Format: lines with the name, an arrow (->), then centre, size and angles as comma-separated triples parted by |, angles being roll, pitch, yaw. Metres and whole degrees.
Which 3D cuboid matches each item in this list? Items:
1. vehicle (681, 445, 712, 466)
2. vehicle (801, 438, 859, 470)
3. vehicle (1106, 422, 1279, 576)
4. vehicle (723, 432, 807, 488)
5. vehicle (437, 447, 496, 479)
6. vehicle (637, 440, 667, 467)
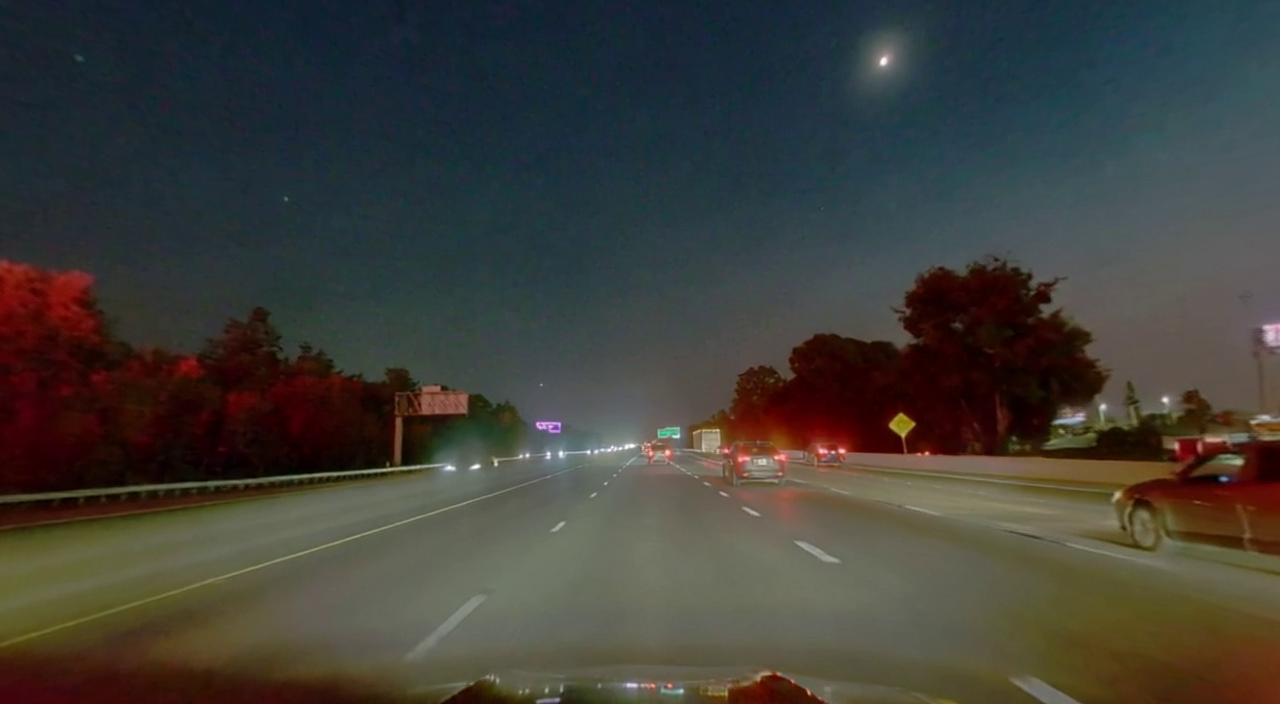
vehicle -> 4.192, 7.771, 47.571 | 1.902, 1.532, 4.181 | 0, -8, -1
vehicle -> 11.360, 6.123, 38.127 | 2.028, 1.801, 4.503 | 0, -8, -1
vehicle -> 7.431, 1.517, 6.583 | 1.807, 1.558, 4.352 | 0, -8, 0
vehicle -> 4.513, 3.971, 23.515 | 2.075, 1.845, 4.667 | 0, -8, -1
vehicle -> -9.977, 6.386, 36.659 | 2.065, 1.709, 4.466 | -1, -8, 1
vehicle -> 0.854, 7.509, 46.885 | 2.145, 1.832, 4.004 | 0, -8, 0
